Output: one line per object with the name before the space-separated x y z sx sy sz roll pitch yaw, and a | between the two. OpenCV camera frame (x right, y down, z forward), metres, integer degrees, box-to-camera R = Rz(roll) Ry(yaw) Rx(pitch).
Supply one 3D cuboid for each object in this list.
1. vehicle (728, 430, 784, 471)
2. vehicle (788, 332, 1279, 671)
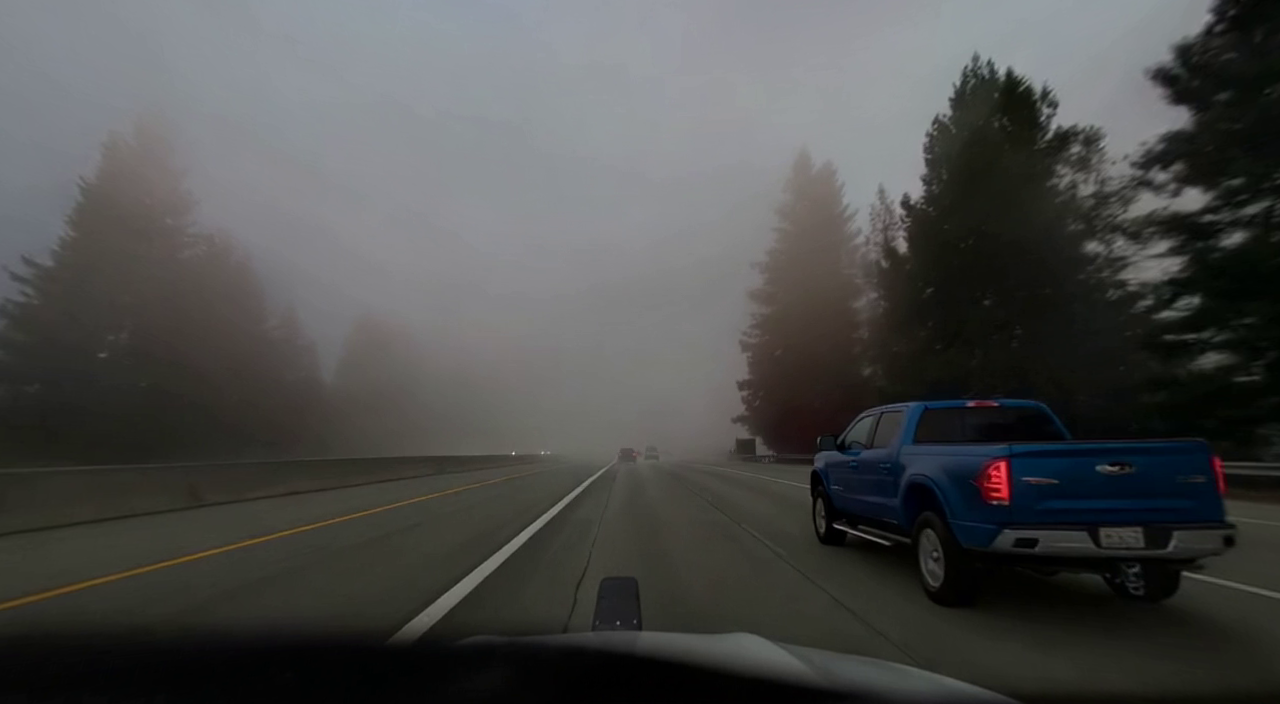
vehicle | 6.815 5.872 37.837 2.158 2.268 5.396 0 -9 -1
vehicle | 3.285 1.207 6.141 2.462 1.984 4.718 0 -8 -1
